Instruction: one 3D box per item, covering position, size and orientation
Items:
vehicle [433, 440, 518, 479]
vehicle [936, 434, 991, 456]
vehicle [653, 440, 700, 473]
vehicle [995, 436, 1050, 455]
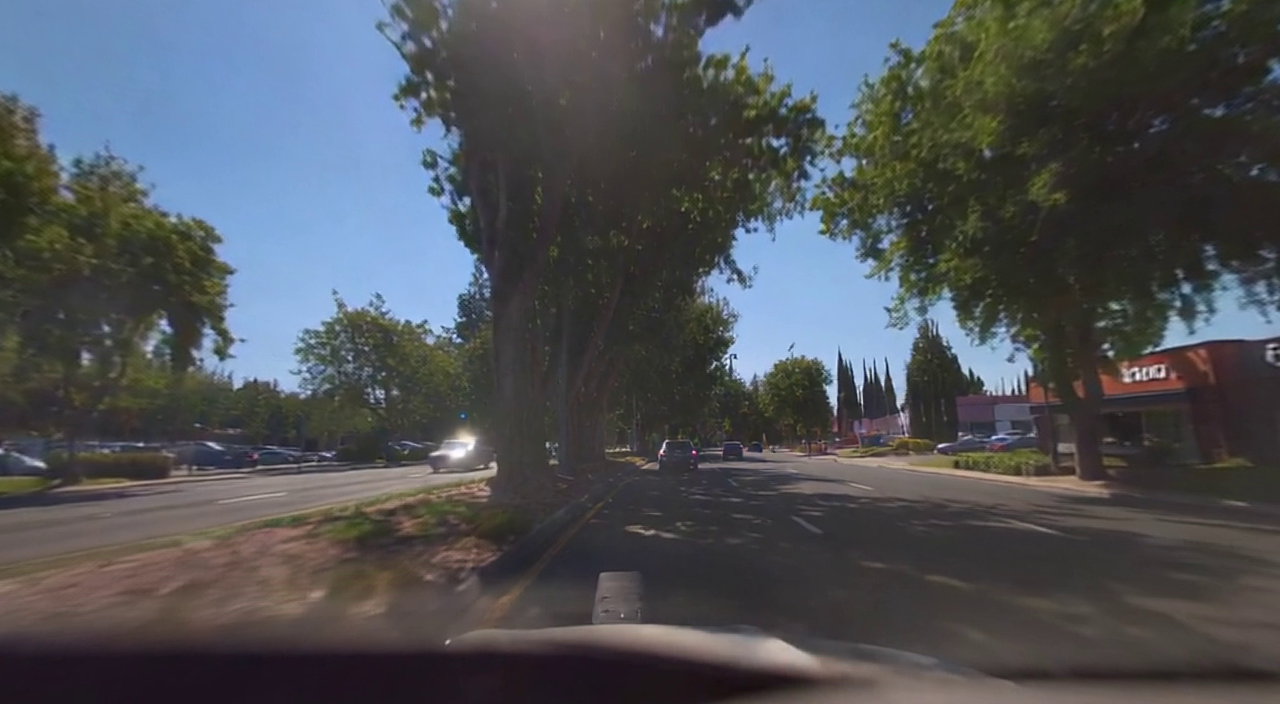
[{"bbox_3d":[-6.892,4.524,27.057,2.063,1.483,4.751,-1,-8,4],"label":"vehicle"},{"bbox_3d":[25.163,7.250,49.299,1.864,1.655,4.179,0,-8,-2],"label":"vehicle"},{"bbox_3d":[1.808,4.968,30.366,2.095,1.456,3.873,-1,-8,5],"label":"vehicle"},{"bbox_3d":[30.174,7.387,49.991,1.844,1.481,3.904,0,-8,-1],"label":"vehicle"}]
